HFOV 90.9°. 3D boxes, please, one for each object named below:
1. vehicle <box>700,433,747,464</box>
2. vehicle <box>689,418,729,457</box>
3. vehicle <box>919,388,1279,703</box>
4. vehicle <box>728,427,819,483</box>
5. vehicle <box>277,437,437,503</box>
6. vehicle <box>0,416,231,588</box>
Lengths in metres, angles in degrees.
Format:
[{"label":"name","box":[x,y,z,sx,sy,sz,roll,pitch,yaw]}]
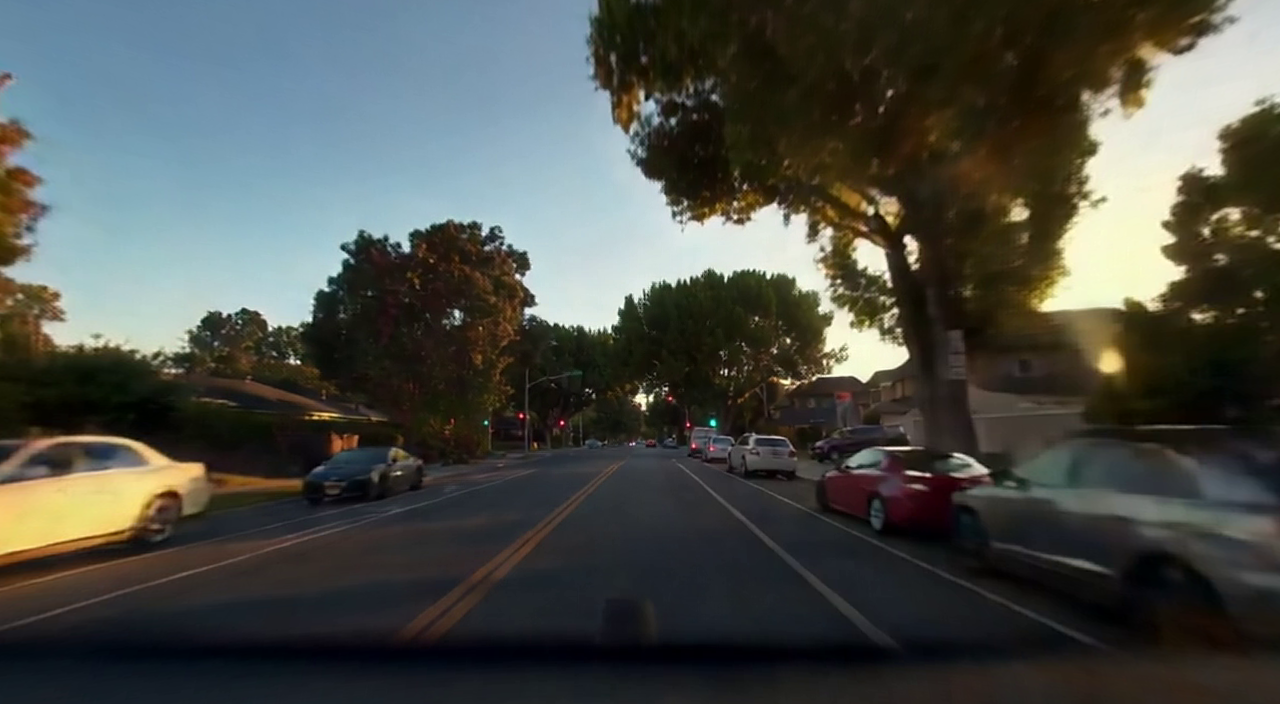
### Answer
[{"label":"vehicle","box":[4.913,5.784,37.797,2.202,1.712,4.813,0,-8,1]},{"label":"vehicle","box":[5.200,6.586,48.416,2.398,2.806,4.857,0,-8,-1]},{"label":"vehicle","box":[4.413,1.296,5.007,2.118,1.701,5.067,0,-8,1]},{"label":"vehicle","box":[4.749,3.756,23.332,2.279,1.829,4.859,0,-8,0]},{"label":"vehicle","box":[-7.157,3.012,16.571,2.041,1.489,4.439,-1,-8,2]},{"label":"vehicle","box":[-7.412,1.688,7.537,1.985,1.714,4.395,0,-8,1]}]
